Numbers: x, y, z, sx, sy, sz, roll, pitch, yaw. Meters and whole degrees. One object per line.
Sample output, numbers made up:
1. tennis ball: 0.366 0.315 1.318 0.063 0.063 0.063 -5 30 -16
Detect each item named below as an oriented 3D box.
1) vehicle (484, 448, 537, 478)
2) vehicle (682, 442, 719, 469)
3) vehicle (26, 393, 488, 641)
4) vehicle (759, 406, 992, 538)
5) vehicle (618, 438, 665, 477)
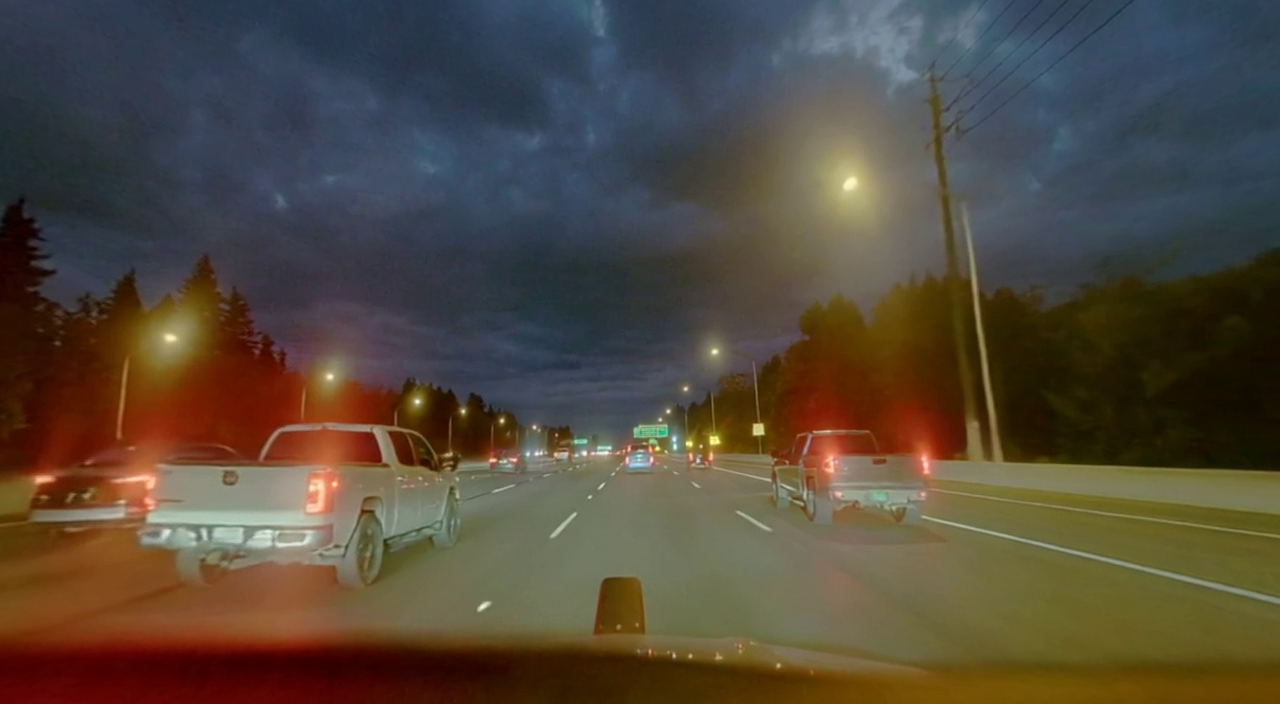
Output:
1. vehicle: -7.216 6.239 35.624 2.014 1.526 4.577 0 -9 0
2. vehicle: 4.736 8.186 49.918 2.380 1.976 5.614 0 -9 0
3. vehicle: -3.316 1.544 6.864 2.154 1.783 4.476 0 -9 0
4. vehicle: 4.149 2.291 12.580 2.388 1.998 5.749 0 -9 0
5. vehicle: 0.102 5.748 34.451 2.372 1.957 5.121 0 -9 0
